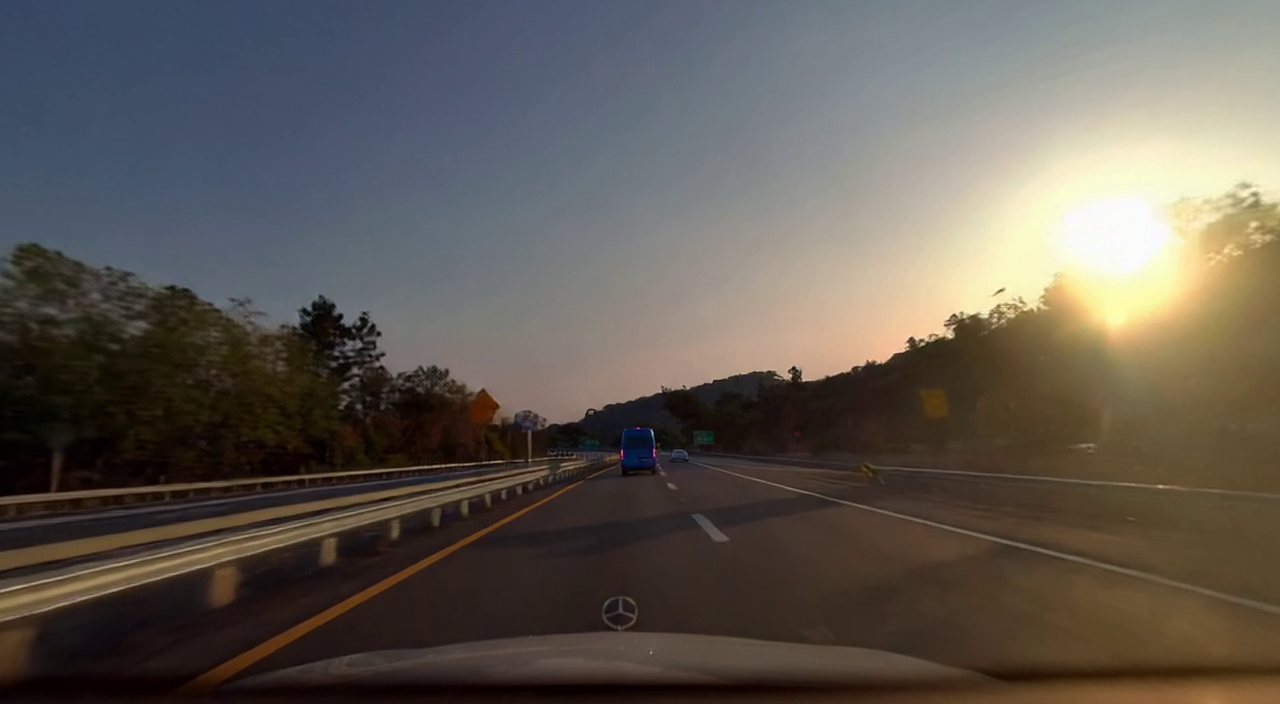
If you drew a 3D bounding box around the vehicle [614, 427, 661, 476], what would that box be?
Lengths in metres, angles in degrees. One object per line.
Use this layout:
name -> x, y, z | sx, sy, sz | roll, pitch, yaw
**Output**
vehicle -> -0.138, 5.852, 36.854 | 2.560, 2.598, 5.581 | 0, -9, 0
